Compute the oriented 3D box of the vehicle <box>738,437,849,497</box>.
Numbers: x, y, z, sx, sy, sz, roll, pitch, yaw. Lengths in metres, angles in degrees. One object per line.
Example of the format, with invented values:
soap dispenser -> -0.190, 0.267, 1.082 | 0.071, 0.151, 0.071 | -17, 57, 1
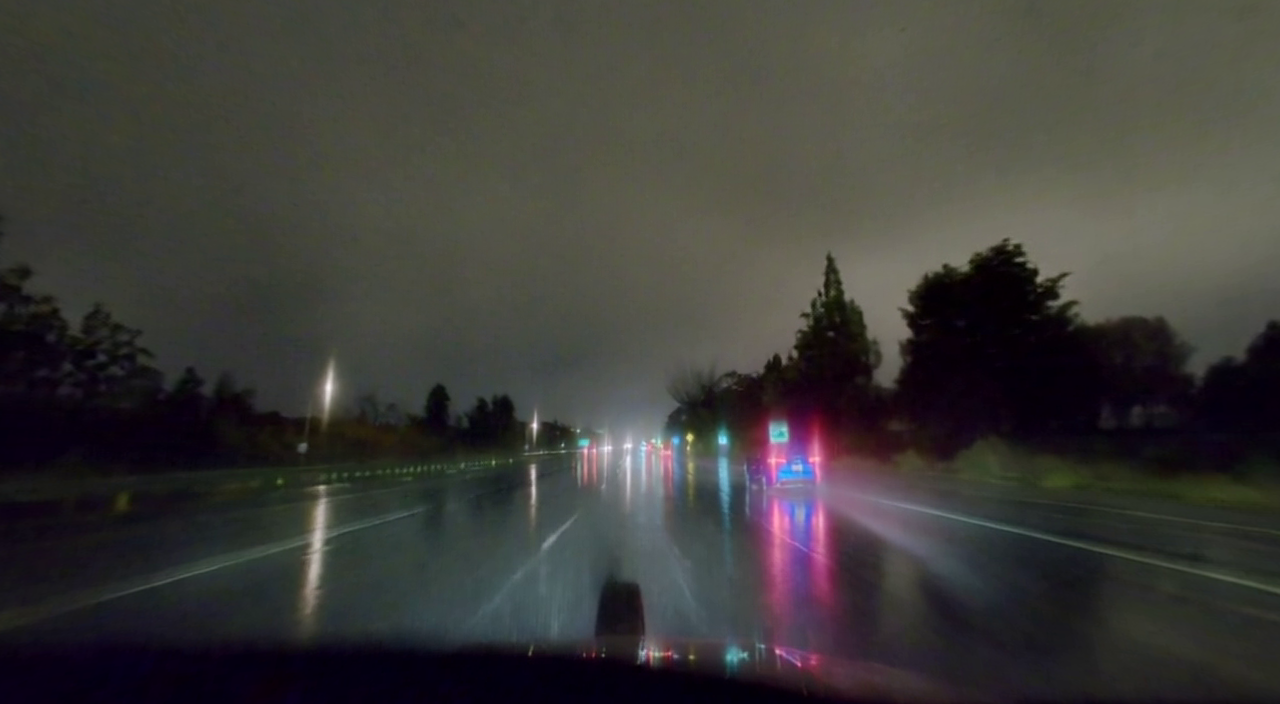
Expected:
vehicle -> 4.236, 3.262, 18.199 | 2.033, 1.501, 4.398 | 0, -9, -1
